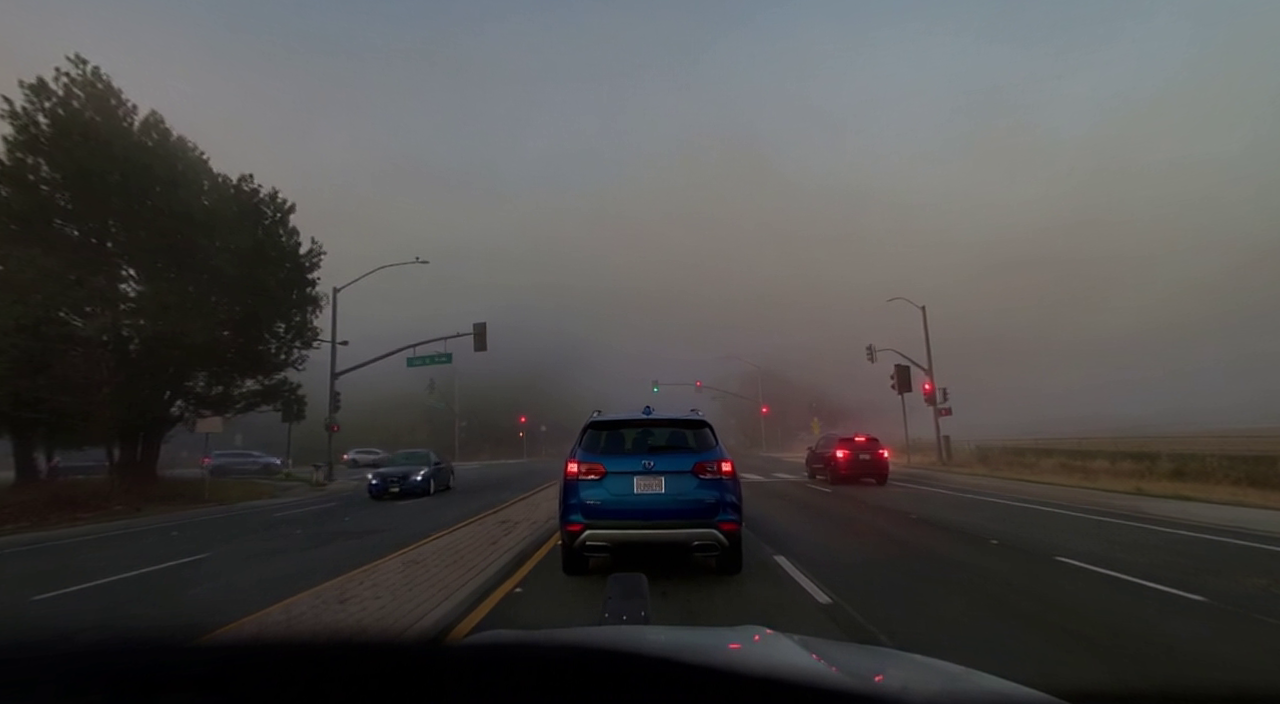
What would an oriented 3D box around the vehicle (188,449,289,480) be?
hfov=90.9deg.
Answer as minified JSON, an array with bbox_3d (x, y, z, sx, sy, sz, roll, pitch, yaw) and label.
[{"bbox_3d":[-23.381,6.535,36.804,4.608,1.680,2.026,-1,-8,8],"label":"vehicle"}]

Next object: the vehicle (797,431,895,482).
[{"bbox_3d":[7.138,3.669,22.401,2.012,1.636,4.352,0,-8,0],"label":"vehicle"}]

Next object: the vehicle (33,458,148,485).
[{"bbox_3d":[-31.679,6.880,36.446,4.559,1.458,2.265,0,-8,1],"label":"vehicle"}]

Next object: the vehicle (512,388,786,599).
[{"bbox_3d":[0.065,1.491,7.465,2.298,1.770,4.138,0,-8,0],"label":"vehicle"}]

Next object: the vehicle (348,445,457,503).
[{"bbox_3d":[-7.020,3.601,19.222,2.425,1.480,4.707,2,-9,-12],"label":"vehicle"}]
